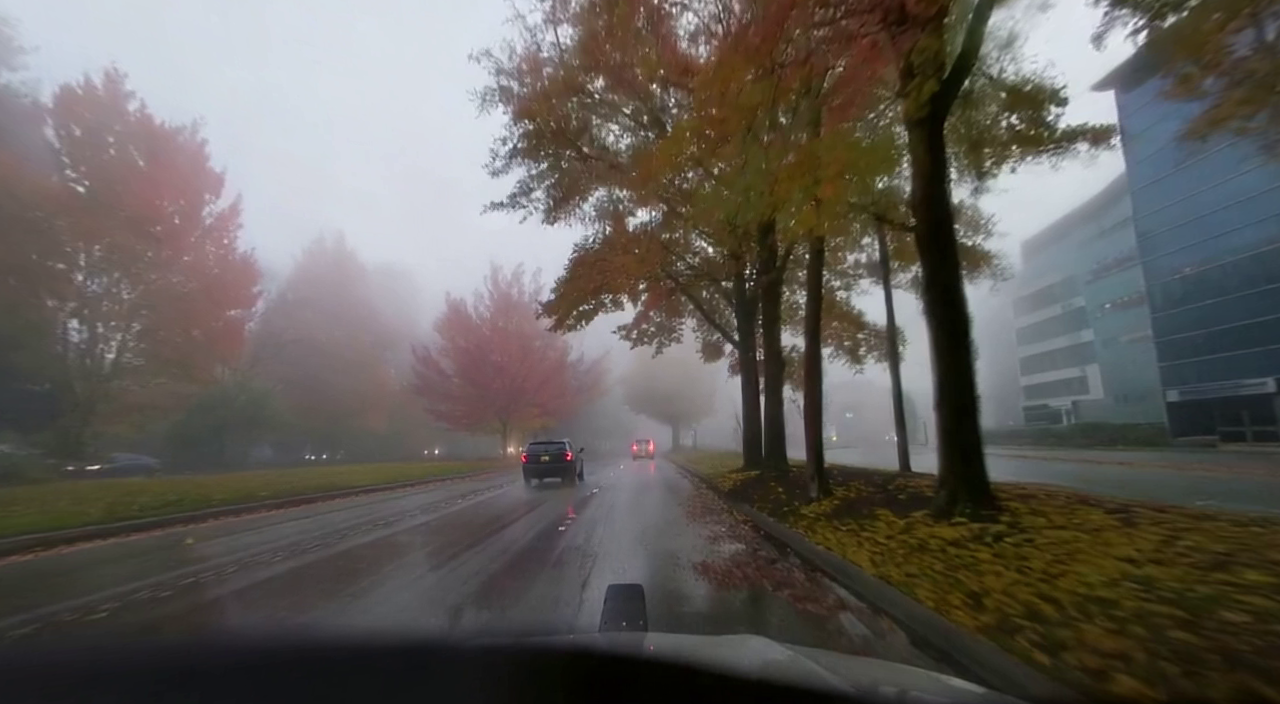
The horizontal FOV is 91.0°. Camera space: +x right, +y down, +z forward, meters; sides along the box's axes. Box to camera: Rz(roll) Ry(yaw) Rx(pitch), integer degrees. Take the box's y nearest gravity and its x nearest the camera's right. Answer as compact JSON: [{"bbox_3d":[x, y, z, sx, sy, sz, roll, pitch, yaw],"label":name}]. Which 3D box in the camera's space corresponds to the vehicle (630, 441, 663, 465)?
[{"bbox_3d":[0.387,6.579,41.295,2.040,1.493,3.682,0,-8,-1],"label":"vehicle"}]

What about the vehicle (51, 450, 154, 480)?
[{"bbox_3d":[-30.465,6.388,35.880,1.793,1.486,4.631,0,-8,0],"label":"vehicle"}]

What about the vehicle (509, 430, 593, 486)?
[{"bbox_3d":[-2.924,3.609,21.684,2.197,1.709,4.069,0,-8,1],"label":"vehicle"}]
